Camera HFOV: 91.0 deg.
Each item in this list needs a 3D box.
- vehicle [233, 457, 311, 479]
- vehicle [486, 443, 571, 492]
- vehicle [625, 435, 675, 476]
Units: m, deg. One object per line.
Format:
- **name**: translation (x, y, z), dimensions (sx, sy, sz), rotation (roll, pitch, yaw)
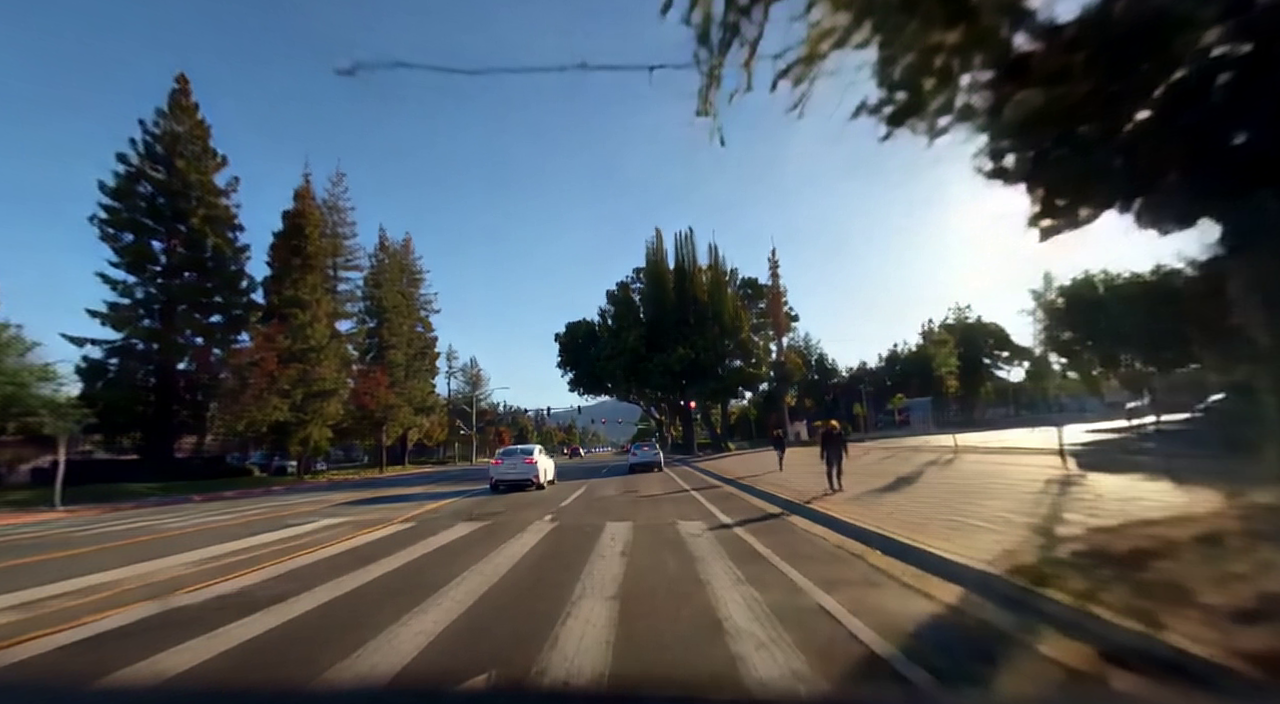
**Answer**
- **vehicle**: translation (-25.565, 8.057, 43.804), dimensions (4.182, 1.444, 1.884), rotation (0, -8, -3)
- **vehicle**: translation (-3.568, 3.754, 20.936), dimensions (2.036, 1.447, 4.044), rotation (0, -8, 1)
- **vehicle**: translation (0.388, 4.920, 30.159), dimensions (2.215, 1.799, 4.426), rotation (0, -8, -1)
